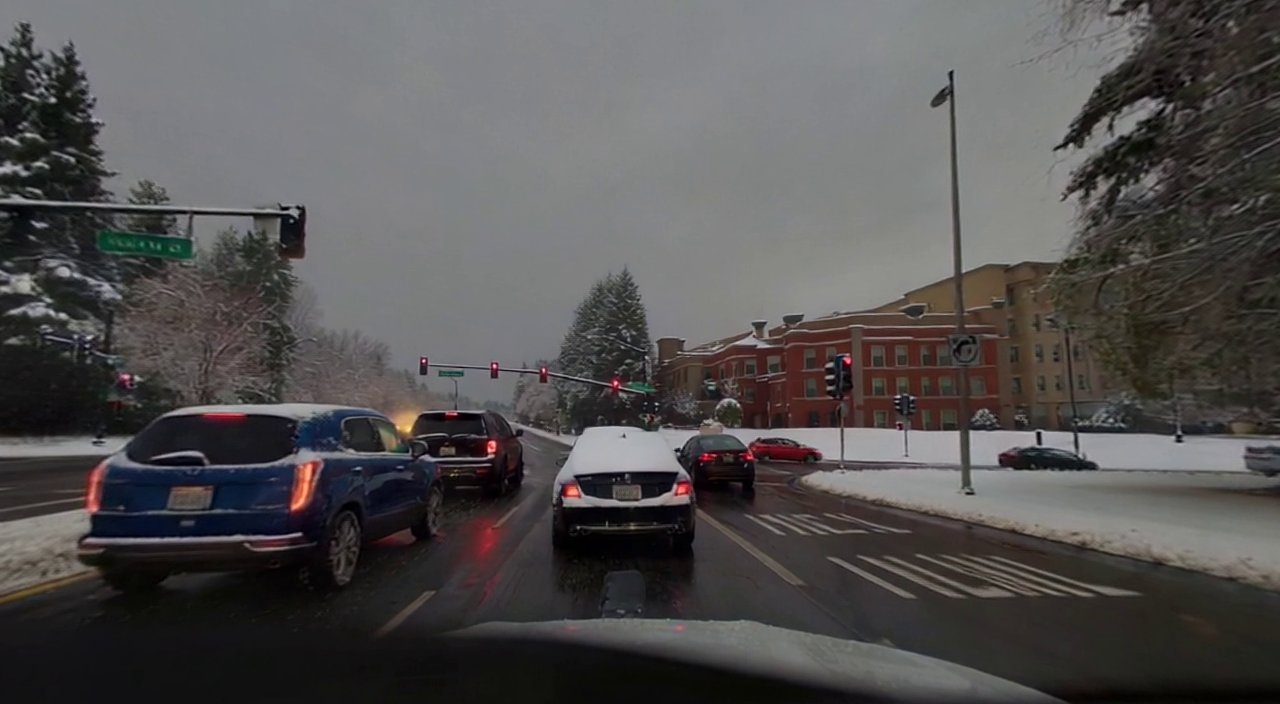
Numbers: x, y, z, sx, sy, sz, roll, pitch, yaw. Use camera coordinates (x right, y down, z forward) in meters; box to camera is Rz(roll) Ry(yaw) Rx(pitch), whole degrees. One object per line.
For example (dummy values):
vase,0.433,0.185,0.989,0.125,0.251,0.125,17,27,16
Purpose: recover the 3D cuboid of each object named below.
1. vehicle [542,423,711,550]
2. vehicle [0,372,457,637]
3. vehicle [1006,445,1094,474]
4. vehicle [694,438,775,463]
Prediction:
vehicle,-0.328,1.923,9.778,2.001,1.483,4.442,0,-8,-4
vehicle,-3.380,1.324,6.454,1.924,1.737,4.387,0,-8,-3
vehicle,26.747,7.019,41.267,4.394,1.802,1.924,0,-8,-3
vehicle,5.841,6.099,39.244,4.609,1.513,1.861,1,-8,-5
